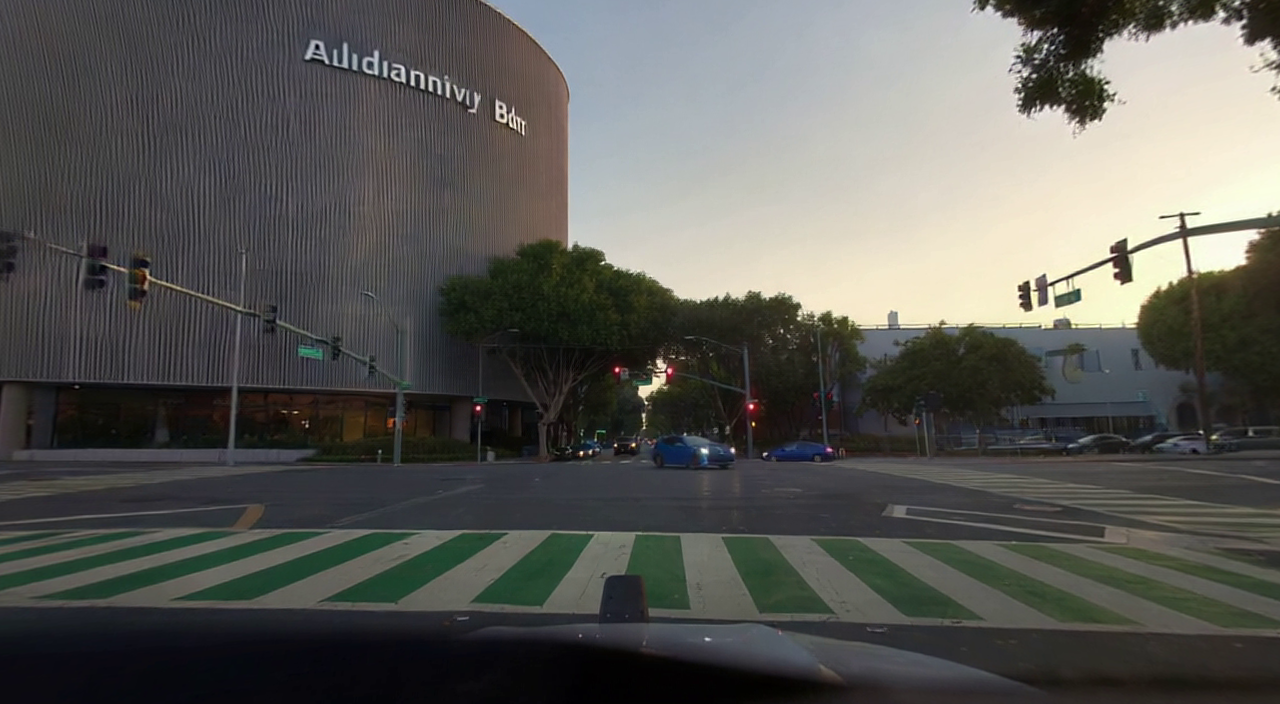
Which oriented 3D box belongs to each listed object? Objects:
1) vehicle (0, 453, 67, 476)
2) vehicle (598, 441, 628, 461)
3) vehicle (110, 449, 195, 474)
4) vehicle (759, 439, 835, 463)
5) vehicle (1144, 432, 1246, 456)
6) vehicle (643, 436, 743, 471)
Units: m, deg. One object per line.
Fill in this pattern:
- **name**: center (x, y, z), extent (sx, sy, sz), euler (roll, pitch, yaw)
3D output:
- **vehicle**: center (-41.619, 7.634, 42.789), extent (3.698, 1.467, 1.779), euler (0, -8, 1)
- **vehicle**: center (-2.079, 7.747, 49.260), extent (2.057, 1.467, 4.354), euler (0, -8, 2)
- **vehicle**: center (-33.033, 7.402, 42.769), extent (4.136, 1.661, 1.857), euler (0, -8, 1)
- **vehicle**: center (9.869, 6.294, 39.976), extent (4.529, 1.457, 1.981), euler (-2, -9, 11)
- **vehicle**: center (36.196, 6.016, 41.169), extent (4.767, 1.456, 1.858), euler (-1, -8, 3)
- **vehicle**: center (2.350, 4.721, 29.517), extent (2.280, 1.454, 4.836), euler (5, -10, -31)
